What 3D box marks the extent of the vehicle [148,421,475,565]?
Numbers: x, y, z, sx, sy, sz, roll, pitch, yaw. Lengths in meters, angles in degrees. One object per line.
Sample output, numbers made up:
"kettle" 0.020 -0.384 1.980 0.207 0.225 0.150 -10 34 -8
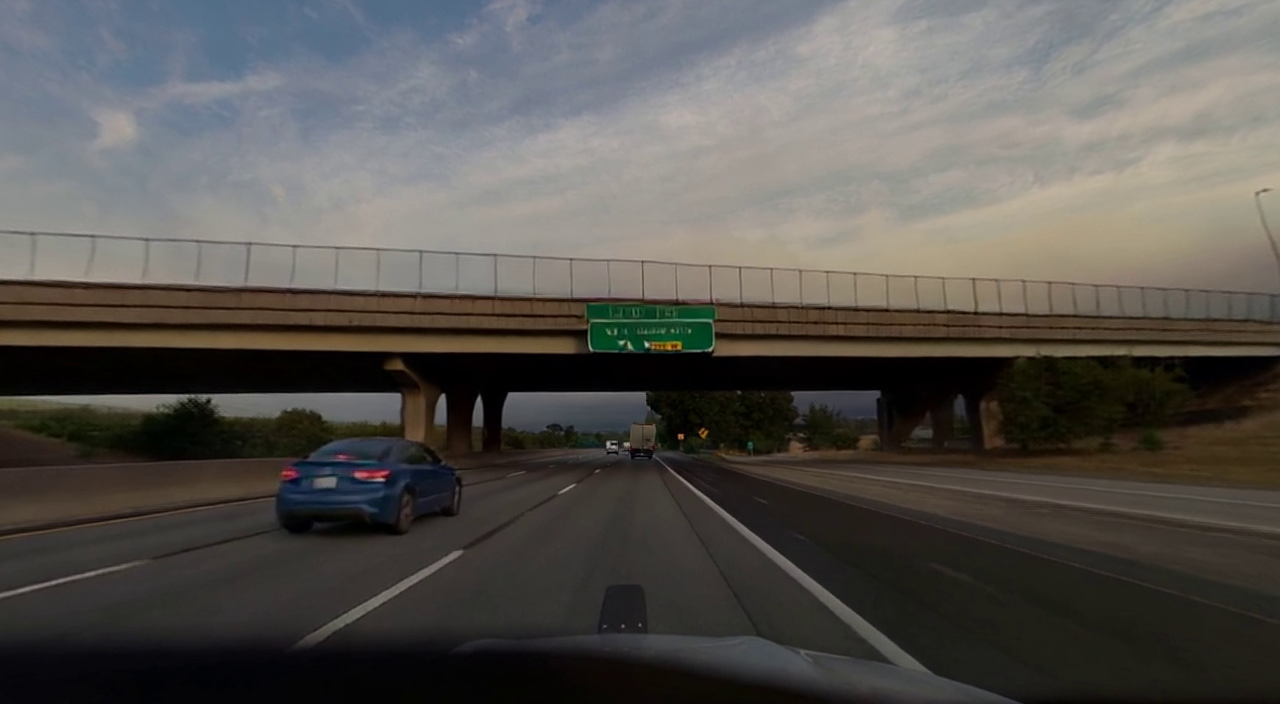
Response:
"vehicle" -4.367 1.986 9.675 2.235 1.593 5.077 0 -9 1
